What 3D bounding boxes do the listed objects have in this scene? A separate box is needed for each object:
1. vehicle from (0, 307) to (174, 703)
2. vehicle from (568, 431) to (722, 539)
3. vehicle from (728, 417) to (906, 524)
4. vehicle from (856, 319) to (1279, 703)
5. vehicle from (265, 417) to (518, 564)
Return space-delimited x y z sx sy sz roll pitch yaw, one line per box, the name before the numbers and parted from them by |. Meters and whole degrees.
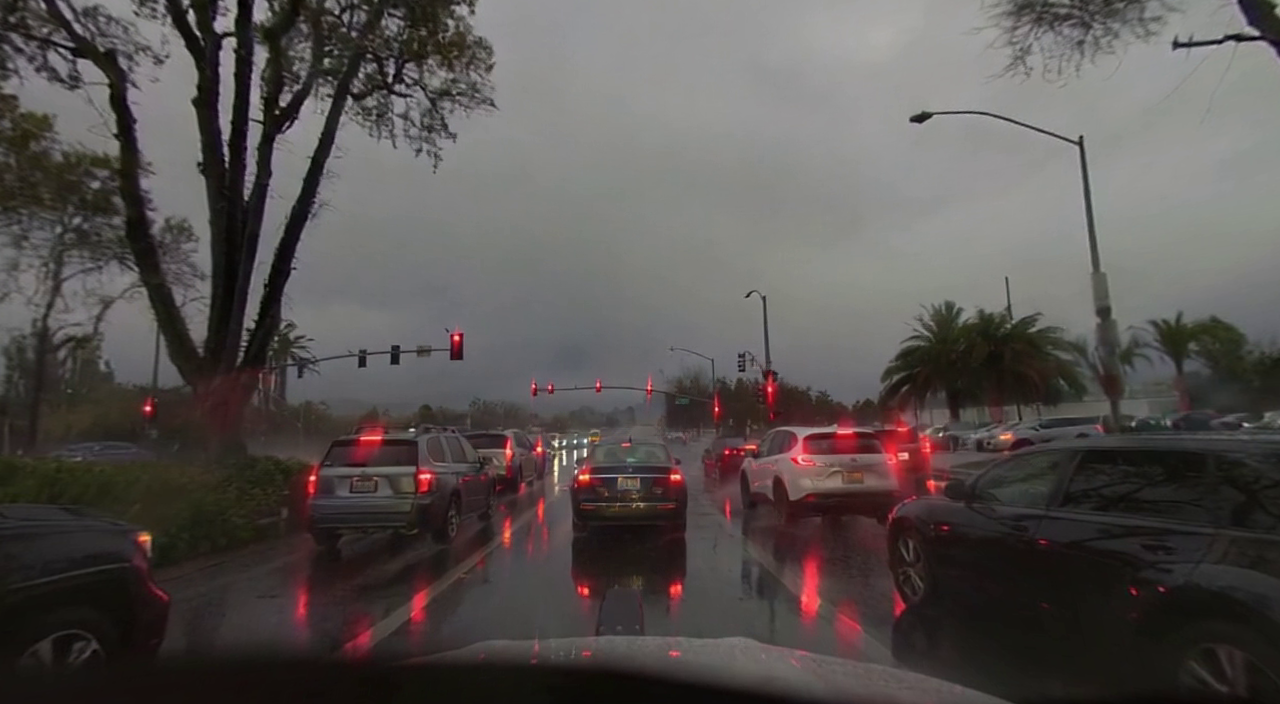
vehicle | -3.208 0.494 0.603 2.079 1.756 4.676 0 -8 -3
vehicle | 0.003 2.070 10.422 2.076 1.438 3.770 0 -8 -2
vehicle | 3.076 2.168 12.018 2.106 1.667 4.101 0 -8 -1
vehicle | 3.148 0.979 3.737 2.074 1.685 4.387 0 -8 -1
vehicle | -3.056 1.786 8.912 1.896 1.546 4.378 0 -8 -2
